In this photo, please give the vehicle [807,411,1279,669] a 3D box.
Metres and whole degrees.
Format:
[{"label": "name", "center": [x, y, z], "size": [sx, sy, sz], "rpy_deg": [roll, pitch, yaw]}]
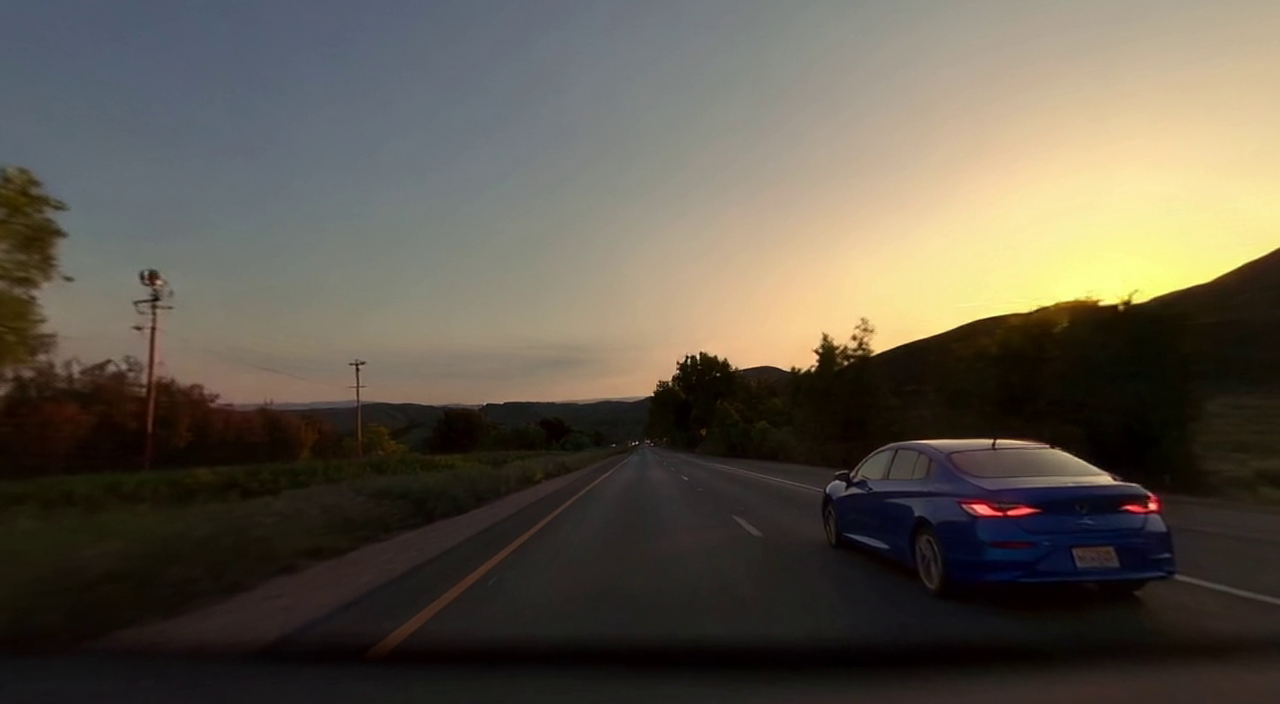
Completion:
[{"label": "vehicle", "center": [3.182, 1.415, 5.923], "size": [2.003, 1.466, 4.441], "rpy_deg": [-1, -8, 0]}]
